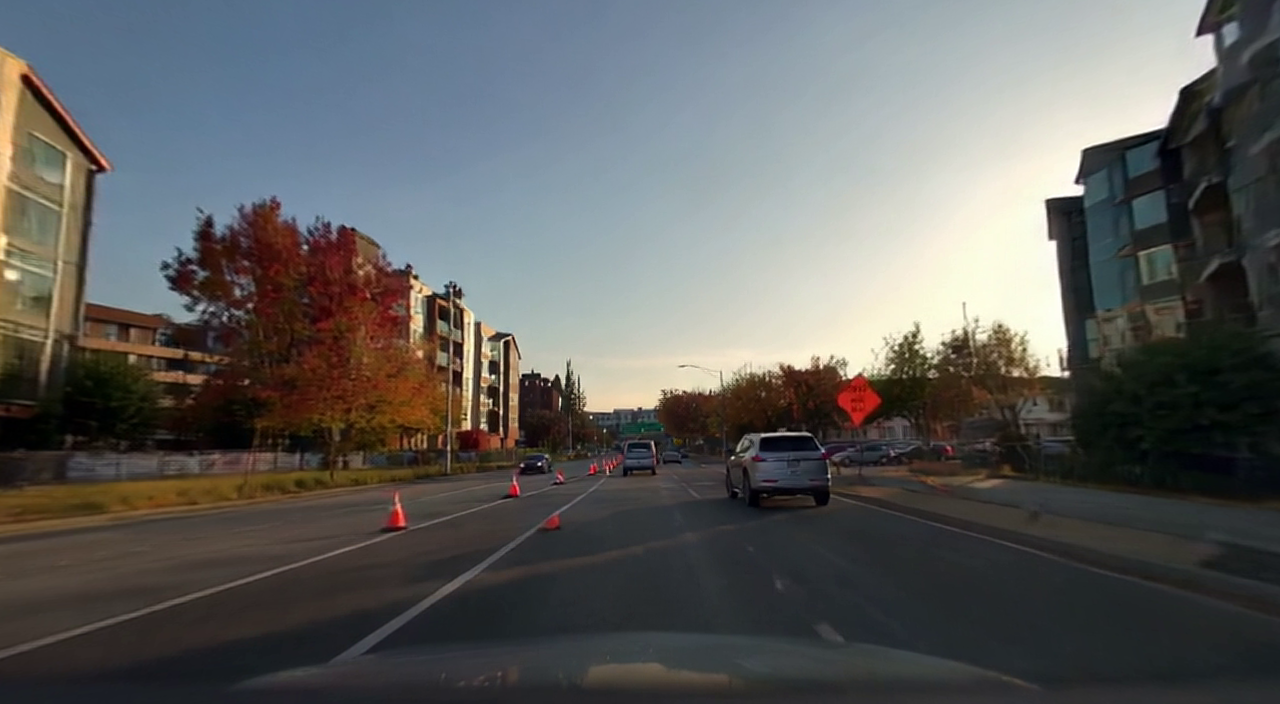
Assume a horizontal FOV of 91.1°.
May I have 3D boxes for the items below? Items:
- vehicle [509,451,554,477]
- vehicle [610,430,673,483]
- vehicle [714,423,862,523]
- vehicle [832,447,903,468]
[{"bbox_3d":[-6.905,7.158,40.340,1.891,1.496,4.144,-1,-9,4],"label":"vehicle"},{"bbox_3d":[0.083,5.132,31.041,2.762,2.309,6.723,0,-9,1],"label":"vehicle"},{"bbox_3d":[3.065,2.651,14.411,2.120,1.828,5.531,0,-9,1],"label":"vehicle"},{"bbox_3d":[17.031,7.900,47.044,4.568,1.478,1.900,2,-9,-13],"label":"vehicle"}]
